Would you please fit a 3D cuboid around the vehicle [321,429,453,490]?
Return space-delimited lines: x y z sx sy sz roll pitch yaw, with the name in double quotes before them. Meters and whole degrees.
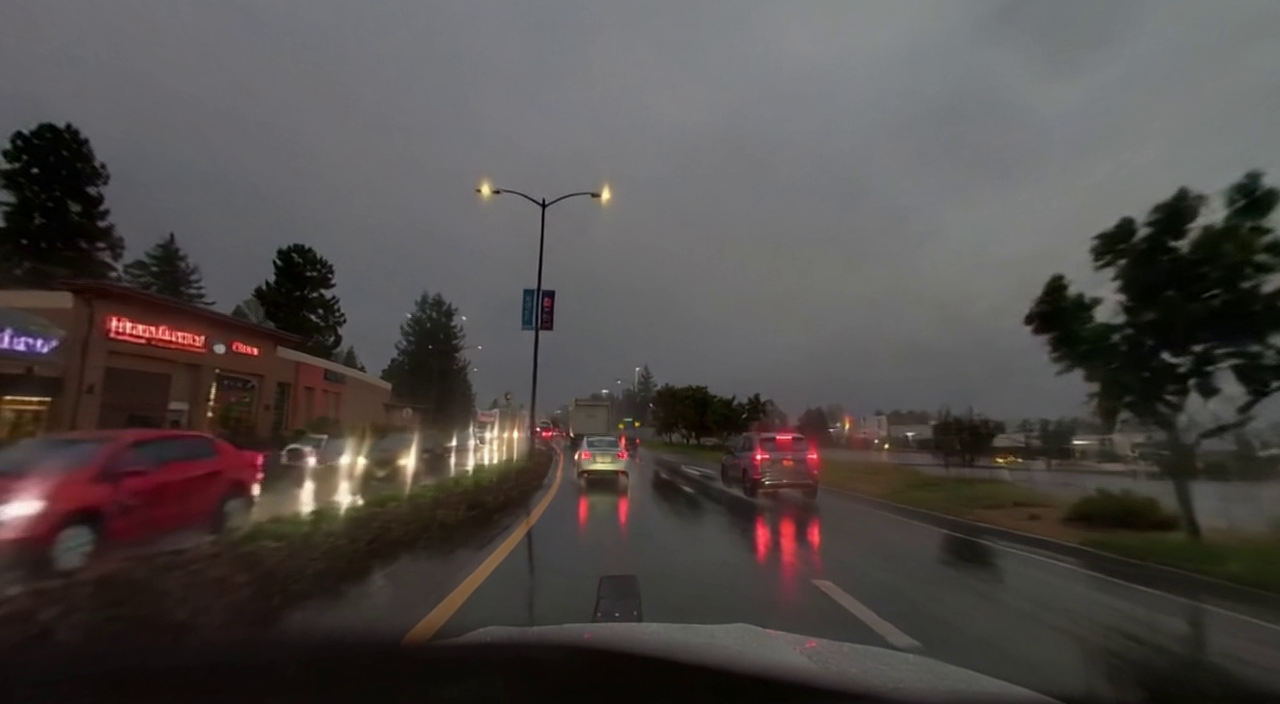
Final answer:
"vehicle" -6.938 2.974 17.927 1.984 1.486 4.708 1 -8 -3

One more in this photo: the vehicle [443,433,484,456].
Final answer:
"vehicle" -12.308 6.463 44.131 1.993 1.482 4.420 1 -8 -5

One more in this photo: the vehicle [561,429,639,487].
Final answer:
"vehicle" -1.179 2.972 17.964 1.991 1.472 3.518 1 -8 -6

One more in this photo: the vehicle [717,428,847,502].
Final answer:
"vehicle" 3.147 2.584 14.875 1.889 1.480 3.876 1 -8 -5

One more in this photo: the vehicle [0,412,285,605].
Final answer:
"vehicle" -6.187 1.527 7.098 2.007 1.532 4.266 0 -8 -2
